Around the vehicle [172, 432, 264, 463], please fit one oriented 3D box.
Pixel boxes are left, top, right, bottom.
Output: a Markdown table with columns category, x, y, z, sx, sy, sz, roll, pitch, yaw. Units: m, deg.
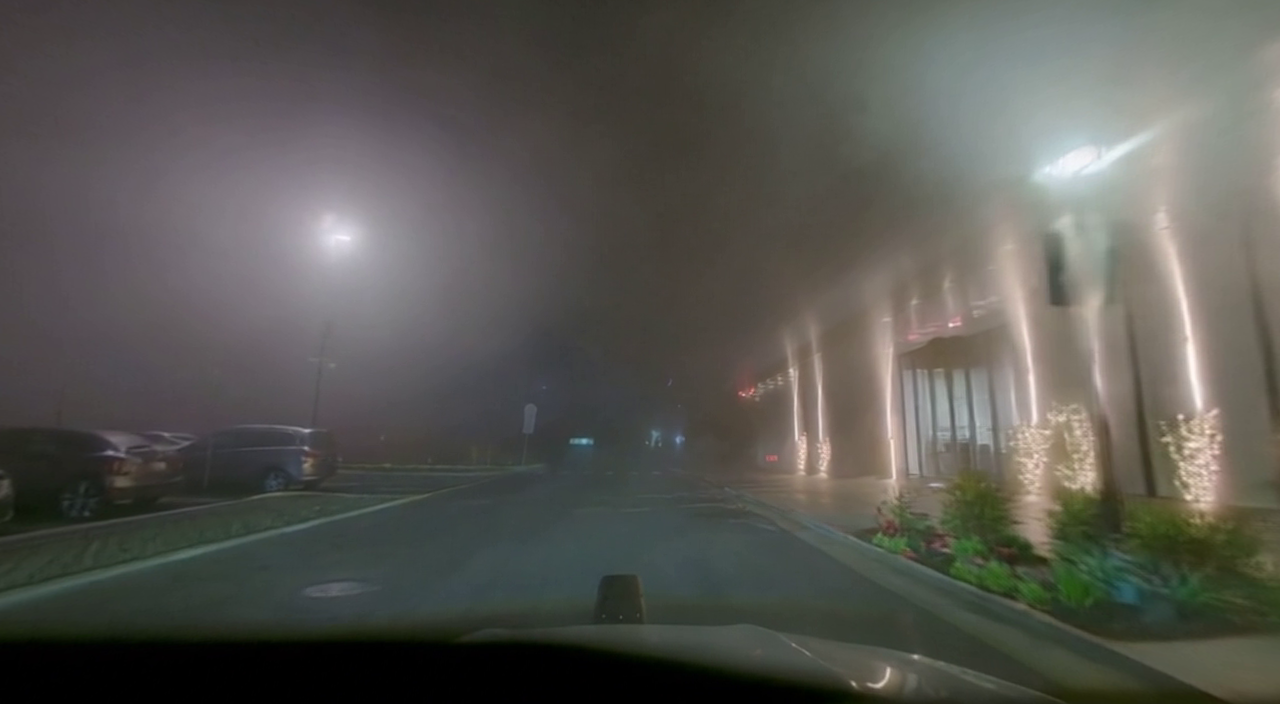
| category | x | y | z | sx | sy | sz | roll | pitch | yaw |
| --- | --- | --- | --- | --- | --- | --- | --- | --- | --- |
| vehicle | -21.377 | 4.868 | 32.210 | 1.909 | 1.474 | 3.908 | 0 | -8 | 2 |

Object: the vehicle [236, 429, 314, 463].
| category | x | y | z | sx | sy | sz | roll | pitch | yaw |
| --- | --- | --- | --- | --- | --- | --- | --- | --- | --- |
| vehicle | -18.741 | 4.826 | 32.616 | 1.902 | 1.645 | 3.903 | 0 | -7 | -5 |

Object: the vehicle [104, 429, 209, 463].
| category | x | y | z | sx | sy | sz | roll | pitch | yaw |
| --- | --- | --- | --- | --- | --- | --- | --- | --- | --- |
| vehicle | -24.350 | 4.749 | 32.040 | 1.773 | 1.498 | 4.085 | 3 | -8 | 6 |

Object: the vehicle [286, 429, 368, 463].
| category | x | y | z | sx | sy | sz | roll | pitch | yaw |
| --- | --- | --- | --- | --- | --- | --- | --- | --- | --- |
| vehicle | -15.920 | 4.828 | 32.389 | 1.928 | 1.613 | 4.197 | 0 | -8 | 2 |

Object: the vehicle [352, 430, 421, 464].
| category | x | y | z | sx | sy | sz | roll | pitch | yaw |
| --- | --- | --- | --- | --- | --- | --- | --- | --- | --- |
| vehicle | -12.998 | 4.915 | 32.724 | 1.892 | 1.597 | 4.259 | 0 | -8 | -2 |

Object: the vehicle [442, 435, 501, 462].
| category | x | y | z | sx | sy | sz | roll | pitch | yaw |
| --- | --- | --- | --- | --- | --- | --- | --- | --- | --- |
| vehicle | -10.248 | 5.920 | 38.855 | 1.891 | 1.464 | 4.646 | 2 | -8 | 6 |
